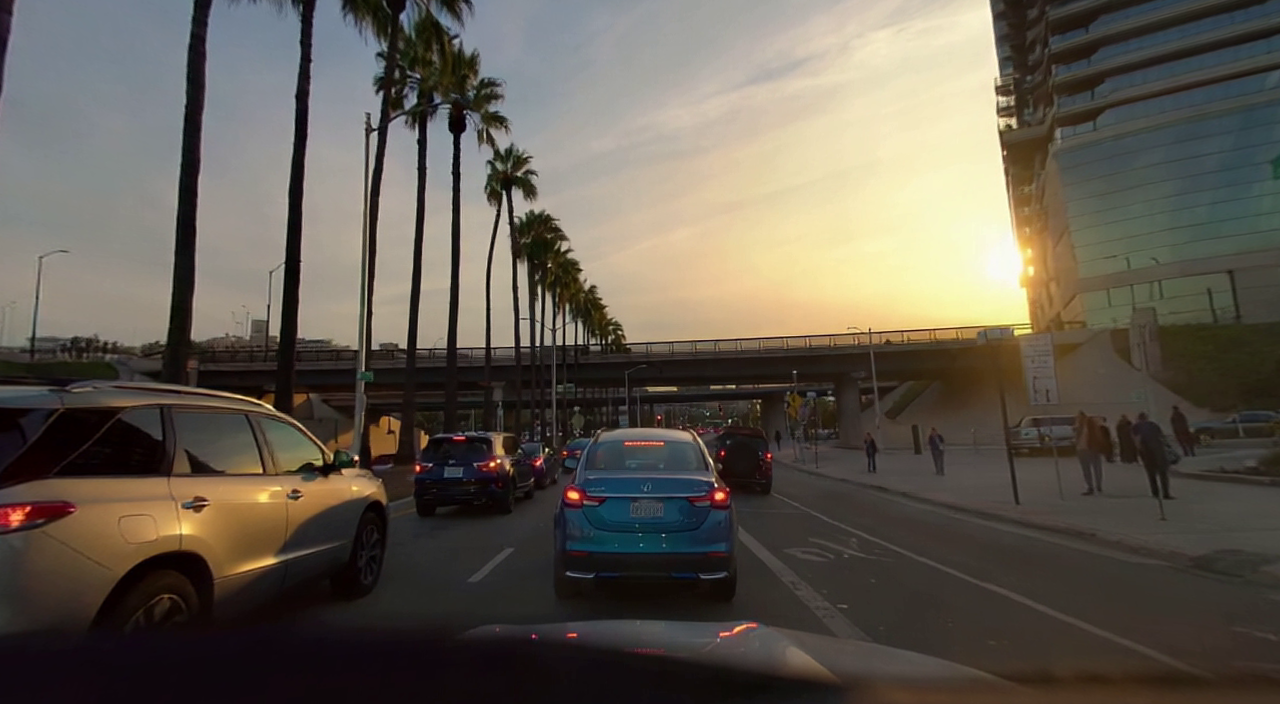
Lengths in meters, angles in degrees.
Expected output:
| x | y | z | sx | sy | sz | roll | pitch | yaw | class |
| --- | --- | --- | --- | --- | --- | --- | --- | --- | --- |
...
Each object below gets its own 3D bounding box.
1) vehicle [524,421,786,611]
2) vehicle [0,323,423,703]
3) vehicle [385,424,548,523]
| x | y | z | sx | sy | sz | roll | pitch | yaw | class |
| --- | --- | --- | --- | --- | --- | --- | --- | --- | --- |
| 0.101 | 1.591 | 7.053 | 2.036 | 1.461 | 4.129 | 0 | -8 | 0 | vehicle |
| -3.266 | 1.064 | 4.192 | 2.014 | 1.740 | 4.359 | 0 | -8 | 1 | vehicle |
| -3.195 | 2.328 | 12.592 | 1.955 | 1.637 | 4.032 | 0 | -8 | 2 | vehicle |
